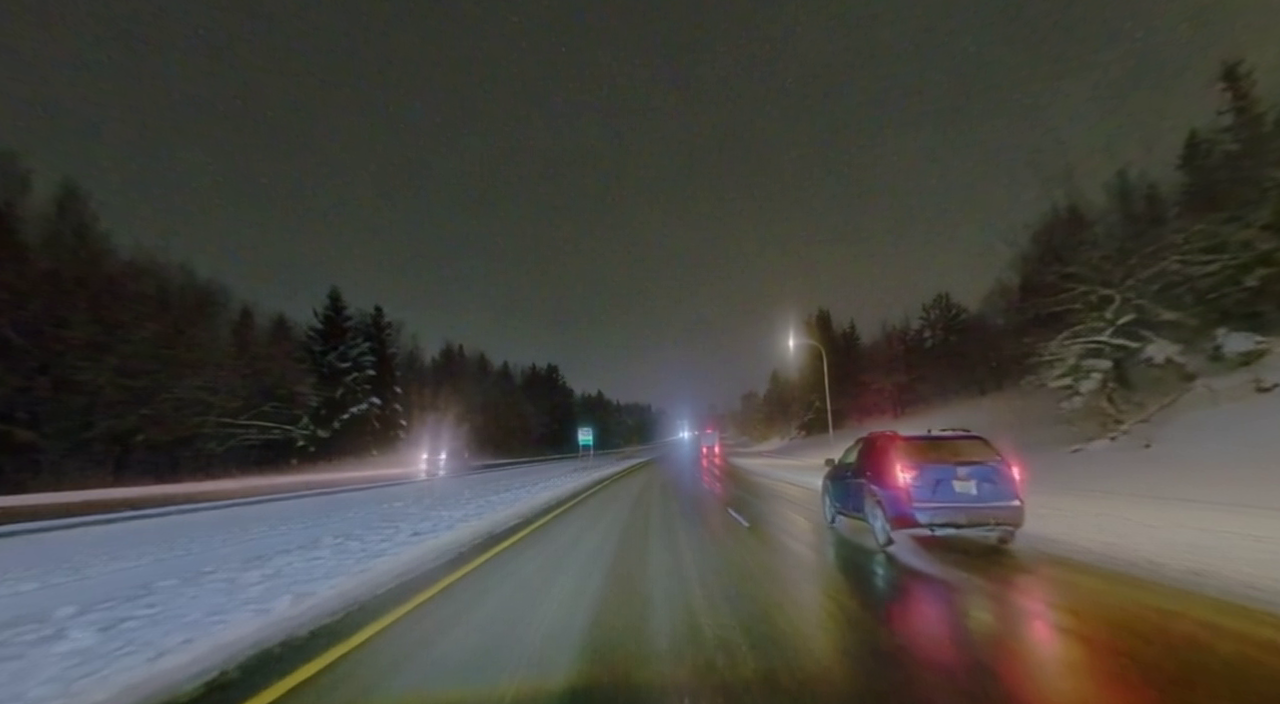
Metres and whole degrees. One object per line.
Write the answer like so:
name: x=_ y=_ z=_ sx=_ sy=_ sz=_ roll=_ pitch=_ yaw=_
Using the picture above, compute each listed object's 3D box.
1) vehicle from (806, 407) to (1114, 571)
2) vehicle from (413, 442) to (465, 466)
vehicle: x=4.017 y=1.791 z=8.998 sx=2.143 sy=1.730 sz=4.303 roll=-1 pitch=-8 yaw=1
vehicle: x=-15.491 y=7.889 z=48.947 sx=2.176 sy=1.729 sz=4.737 roll=-1 pitch=-8 yaw=4
